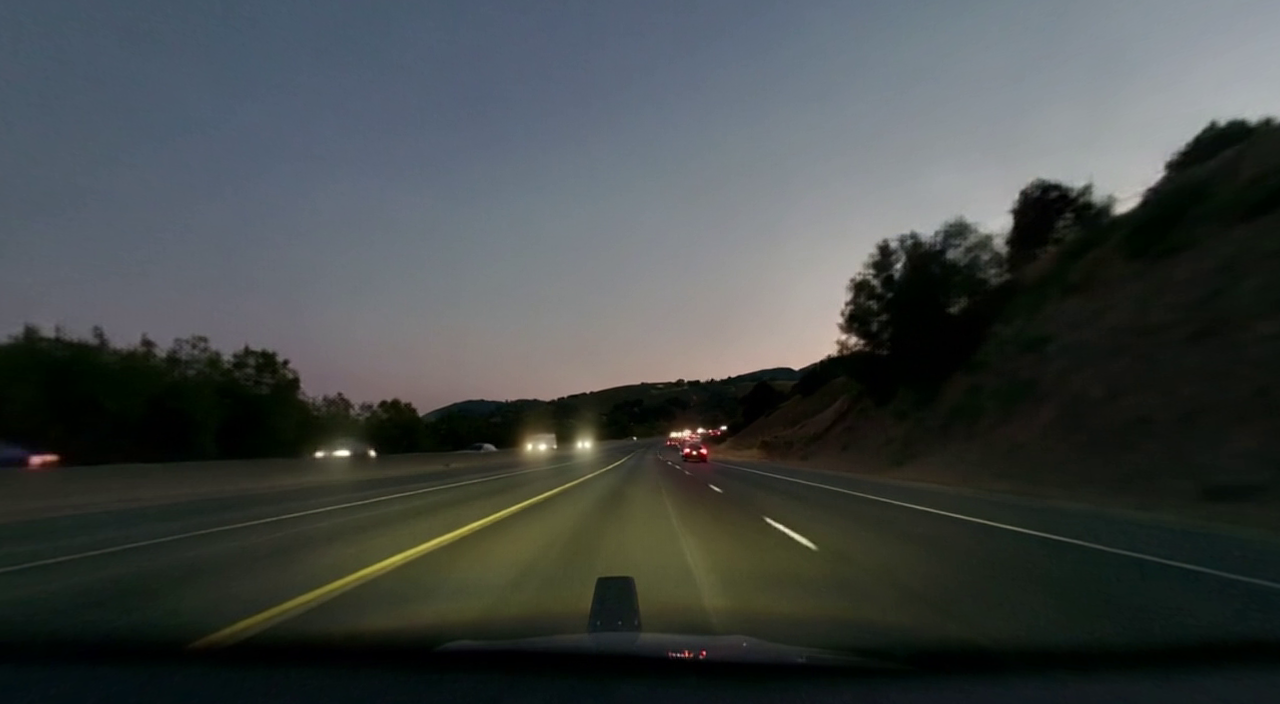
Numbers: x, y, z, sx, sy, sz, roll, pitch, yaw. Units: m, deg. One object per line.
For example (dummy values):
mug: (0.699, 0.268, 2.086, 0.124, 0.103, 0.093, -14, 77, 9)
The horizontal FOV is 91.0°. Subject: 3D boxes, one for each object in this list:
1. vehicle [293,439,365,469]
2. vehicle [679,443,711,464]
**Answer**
vehicle: (-19.218, 6.301, 39.136, 1.966, 1.693, 4.555, 0, -8, 3)
vehicle: (4.199, 7.771, 48.452, 1.943, 1.490, 4.246, 0, -8, -1)
